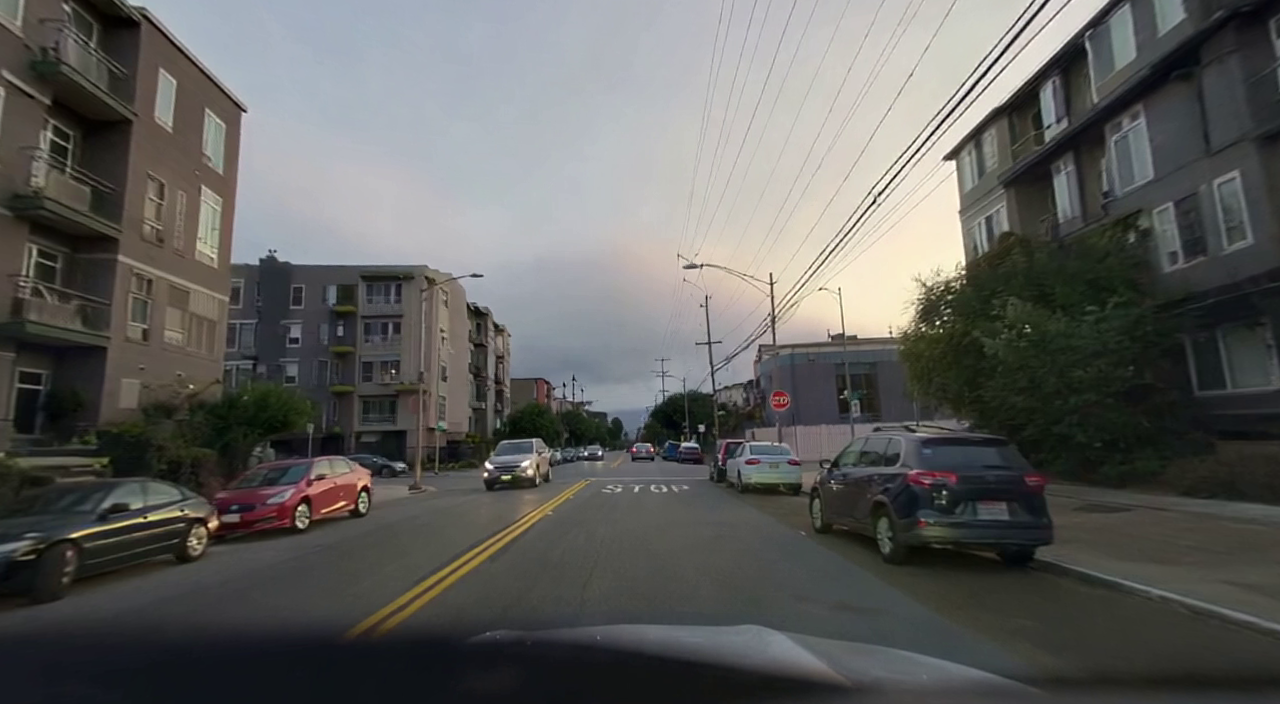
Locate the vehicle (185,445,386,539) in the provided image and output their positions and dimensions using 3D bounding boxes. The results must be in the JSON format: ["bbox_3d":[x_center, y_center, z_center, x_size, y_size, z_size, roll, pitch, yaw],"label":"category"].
[{"bbox_3d":[-7.560,2.972,14.084,1.928,1.721,4.429,0,-9,-1],"label":"vehicle"}]

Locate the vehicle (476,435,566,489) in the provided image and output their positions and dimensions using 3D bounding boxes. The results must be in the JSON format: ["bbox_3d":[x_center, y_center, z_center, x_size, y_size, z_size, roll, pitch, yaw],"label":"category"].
[{"bbox_3d":[-4.307,4.079,23.677,2.452,1.778,4.634,0,-9,1],"label":"vehicle"}]

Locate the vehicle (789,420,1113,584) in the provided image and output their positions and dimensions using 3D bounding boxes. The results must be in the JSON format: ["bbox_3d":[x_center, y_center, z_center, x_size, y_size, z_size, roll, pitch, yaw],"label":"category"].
[{"bbox_3d":[3.750,1.889,8.872,2.040,1.637,4.734,0,-9,-1],"label":"vehicle"}]

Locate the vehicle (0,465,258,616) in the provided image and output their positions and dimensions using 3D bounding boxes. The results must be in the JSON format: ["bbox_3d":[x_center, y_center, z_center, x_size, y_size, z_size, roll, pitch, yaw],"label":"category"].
[{"bbox_3d":[-7.571,2.324,8.560,1.953,1.417,4.449,-1,-9,1],"label":"vehicle"}]

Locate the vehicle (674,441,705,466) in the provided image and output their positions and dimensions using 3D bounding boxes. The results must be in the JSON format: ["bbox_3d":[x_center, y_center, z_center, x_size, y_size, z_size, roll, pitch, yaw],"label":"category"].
[{"bbox_3d":[3.854,7.954,49.689,2.164,1.721,4.416,-4,-9,1],"label":"vehicle"}]

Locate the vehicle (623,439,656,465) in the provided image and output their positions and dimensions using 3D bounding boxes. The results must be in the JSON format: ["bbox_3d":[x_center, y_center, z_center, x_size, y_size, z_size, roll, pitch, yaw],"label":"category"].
[{"bbox_3d":[-0.005,7.913,49.845,2.453,1.895,4.344,0,-9,0],"label":"vehicle"}]

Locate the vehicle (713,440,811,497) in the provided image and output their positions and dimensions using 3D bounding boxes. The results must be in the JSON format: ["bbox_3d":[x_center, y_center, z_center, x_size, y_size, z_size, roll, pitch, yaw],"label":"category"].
[{"bbox_3d":[3.553,3.487,19.287,1.888,1.495,4.567,0,-9,-2],"label":"vehicle"}]
